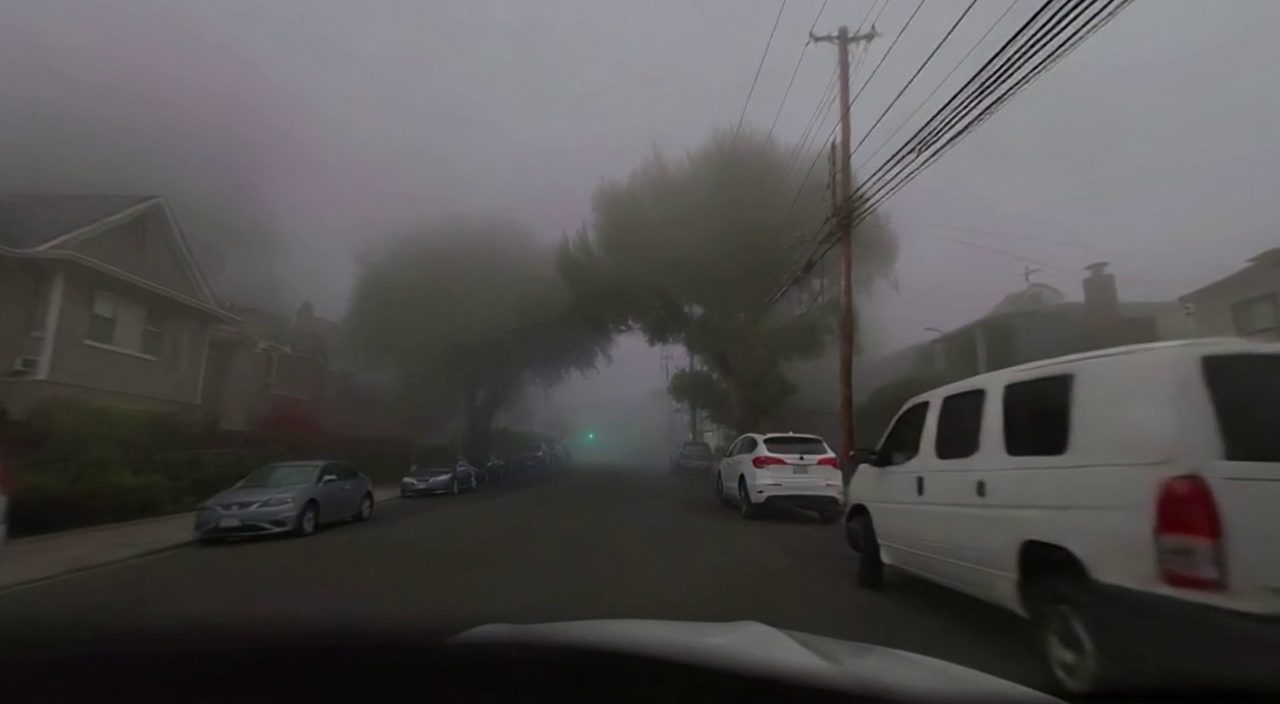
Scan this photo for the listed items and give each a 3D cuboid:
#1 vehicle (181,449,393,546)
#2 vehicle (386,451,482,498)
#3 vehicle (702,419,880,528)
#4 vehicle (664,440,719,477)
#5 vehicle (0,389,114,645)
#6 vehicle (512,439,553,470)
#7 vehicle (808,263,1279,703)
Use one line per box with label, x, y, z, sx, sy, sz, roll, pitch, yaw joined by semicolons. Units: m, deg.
vehicle;-6.597;2.704;12.554;1.866;1.474;4.753;0;-8;-6
vehicle;-6.795;4.056;21.328;1.958;1.359;4.357;0;-8;-3
vehicle;3.009;2.586;14.193;2.427;1.947;5.329;0;-8;-3
vehicle;2.757;5.888;35.410;2.365;1.874;5.669;0;-8;-2
vehicle;-5.926;1.068;3.408;2.059;1.969;4.925;0;-8;-3
vehicle;-7.337;7.043;43.600;2.183;1.972;4.817;0;-8;-2
vehicle;3.153;1.033;5.123;2.295;2.279;4.578;0;-8;0
